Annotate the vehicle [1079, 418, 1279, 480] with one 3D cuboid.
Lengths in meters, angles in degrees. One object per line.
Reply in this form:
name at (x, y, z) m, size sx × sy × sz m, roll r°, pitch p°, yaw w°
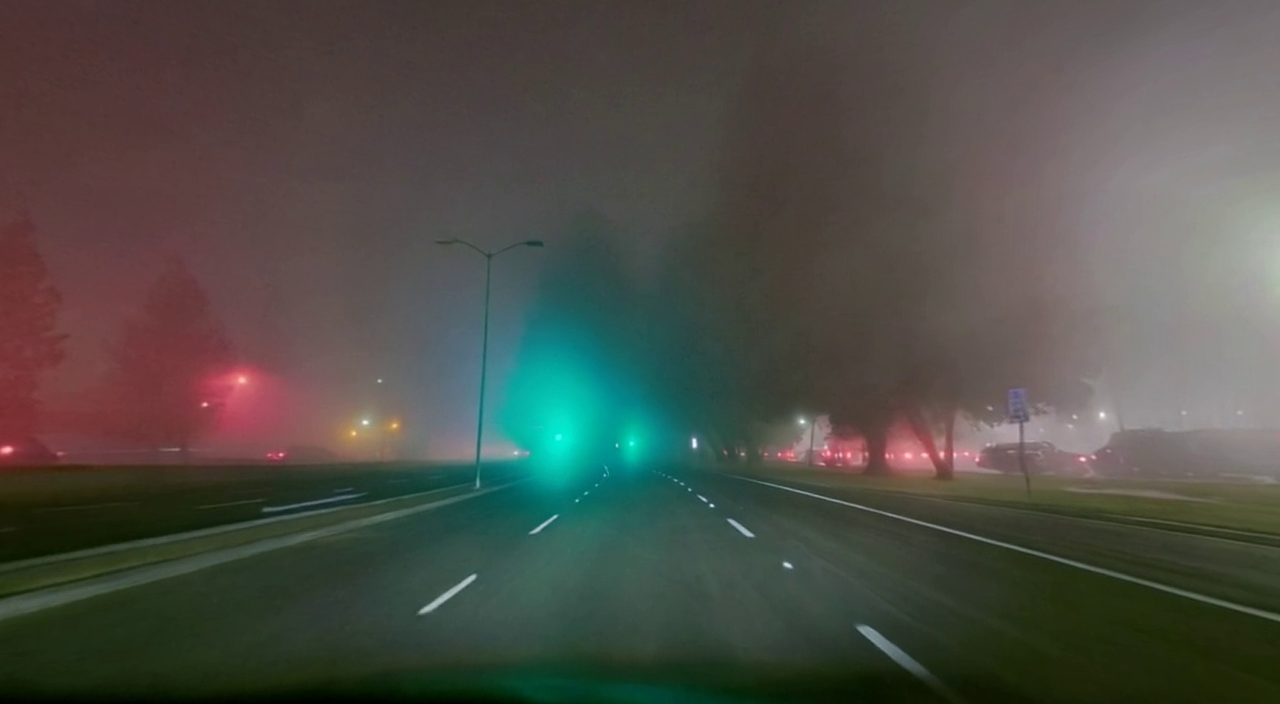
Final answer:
vehicle at (37.770, 6.731, 43.376) m, size 3.455 × 3.683 × 12.209 m, roll 6°, pitch -10°, yaw -24°
